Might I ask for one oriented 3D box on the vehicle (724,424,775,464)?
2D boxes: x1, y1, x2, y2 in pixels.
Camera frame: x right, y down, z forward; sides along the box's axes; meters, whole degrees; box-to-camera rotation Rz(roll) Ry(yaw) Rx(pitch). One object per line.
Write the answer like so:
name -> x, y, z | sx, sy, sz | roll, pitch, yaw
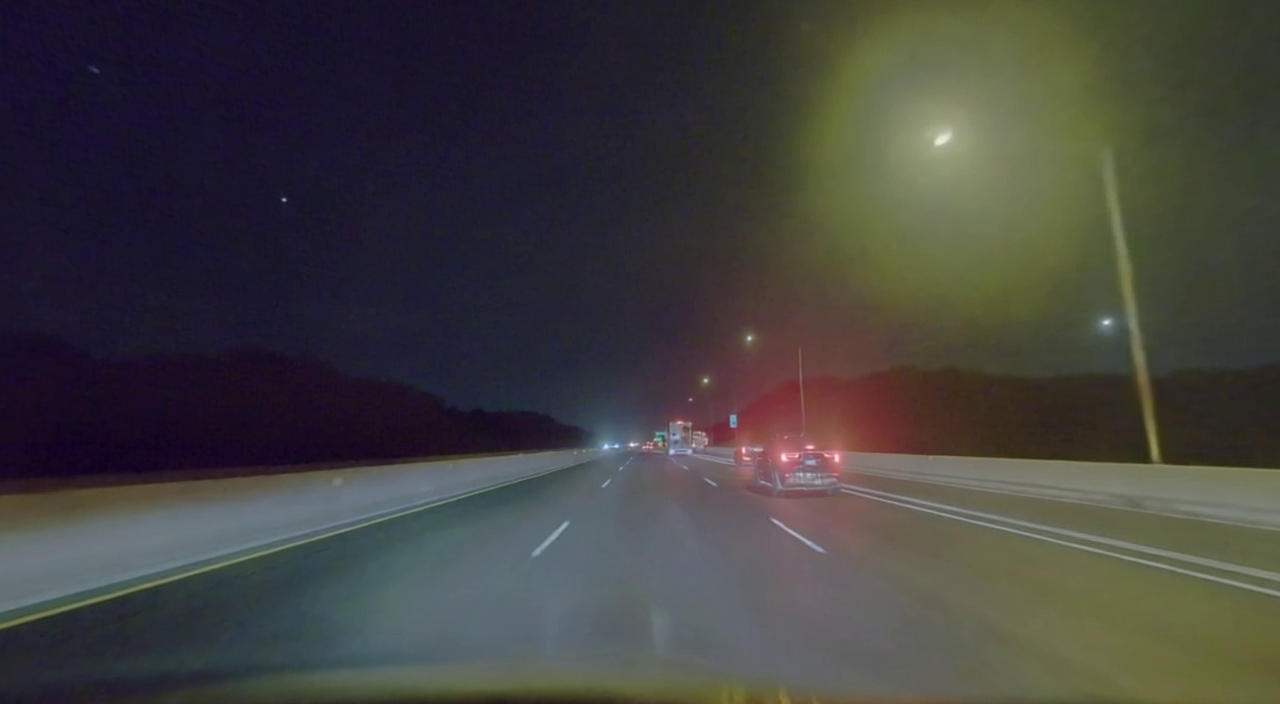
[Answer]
vehicle -> 8.089, 6.865, 47.147 | 2.474, 2.730, 7.349 | 0, -8, 0
